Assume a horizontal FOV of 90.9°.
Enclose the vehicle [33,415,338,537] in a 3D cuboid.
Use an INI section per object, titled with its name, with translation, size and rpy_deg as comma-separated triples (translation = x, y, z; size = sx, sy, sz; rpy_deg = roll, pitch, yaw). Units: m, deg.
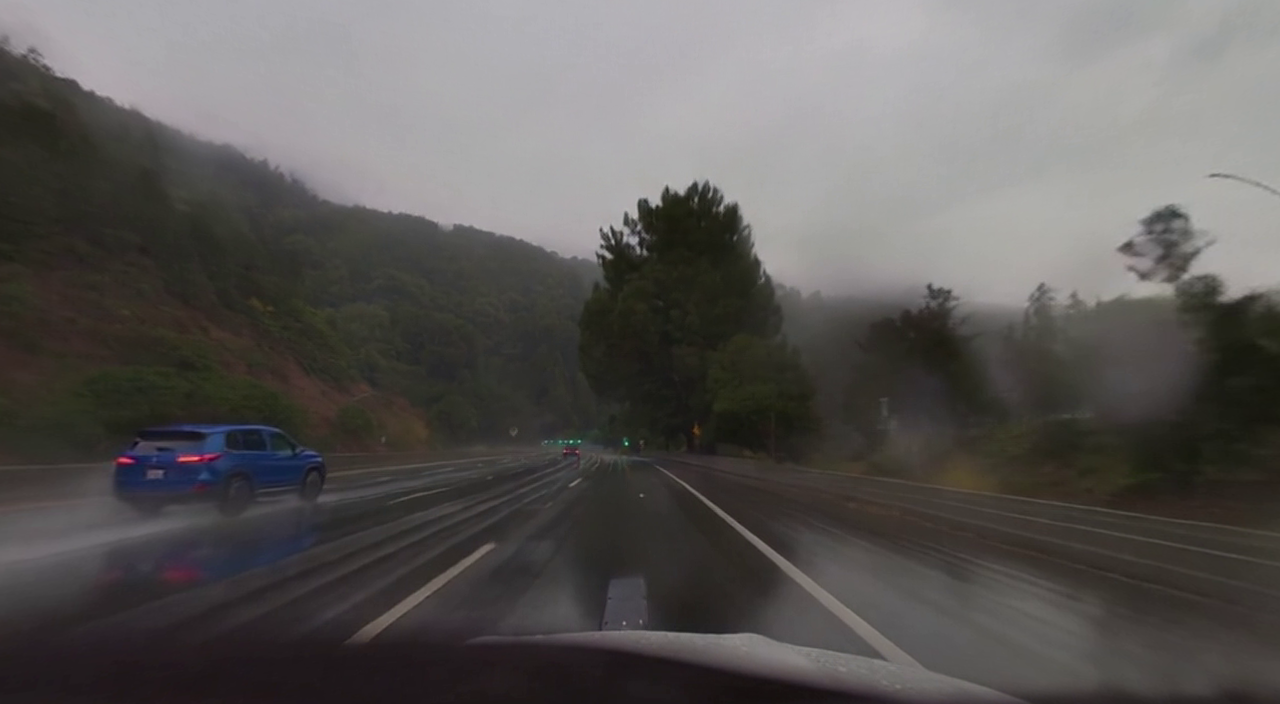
[vehicle]
translation = -7.531, 2.095, 11.249
size = 2.046, 1.712, 4.533
rpy_deg = 0, -8, 0
